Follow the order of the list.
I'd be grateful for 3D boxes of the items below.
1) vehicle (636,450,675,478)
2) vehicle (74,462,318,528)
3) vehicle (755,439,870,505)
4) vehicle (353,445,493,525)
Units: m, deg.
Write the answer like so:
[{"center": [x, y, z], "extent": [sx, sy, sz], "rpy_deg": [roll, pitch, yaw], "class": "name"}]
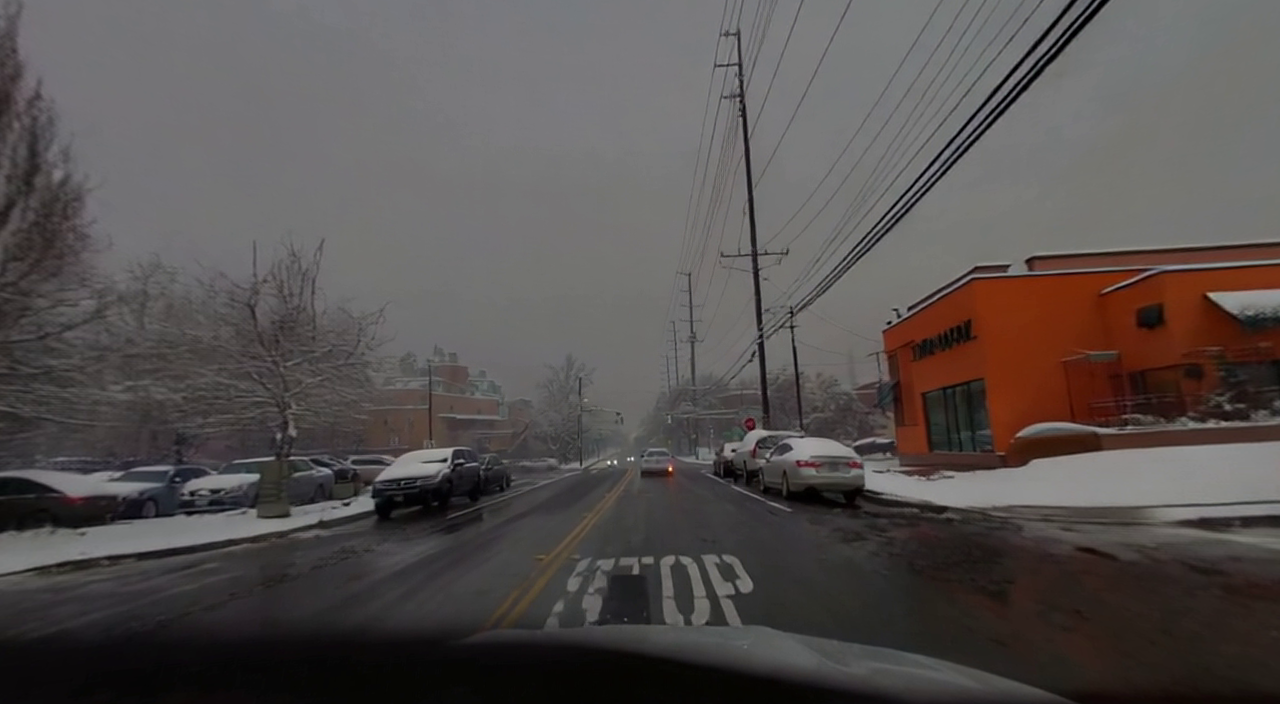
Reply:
[{"center": [0.983, 6.535, 37.054], "extent": [2.033, 1.464, 4.645], "rpy_deg": [-1, -8, 5], "class": "vehicle"}, {"center": [-11.632, 3.759, 16.833], "extent": [4.968, 1.493, 1.961], "rpy_deg": [0, -8, -2], "class": "vehicle"}, {"center": [4.313, 3.031, 16.516], "extent": [1.840, 1.452, 4.517], "rpy_deg": [-1, -8, 1], "class": "vehicle"}, {"center": [-5.705, 3.506, 17.426], "extent": [2.146, 1.775, 5.117], "rpy_deg": [0, -8, -1], "class": "vehicle"}]
